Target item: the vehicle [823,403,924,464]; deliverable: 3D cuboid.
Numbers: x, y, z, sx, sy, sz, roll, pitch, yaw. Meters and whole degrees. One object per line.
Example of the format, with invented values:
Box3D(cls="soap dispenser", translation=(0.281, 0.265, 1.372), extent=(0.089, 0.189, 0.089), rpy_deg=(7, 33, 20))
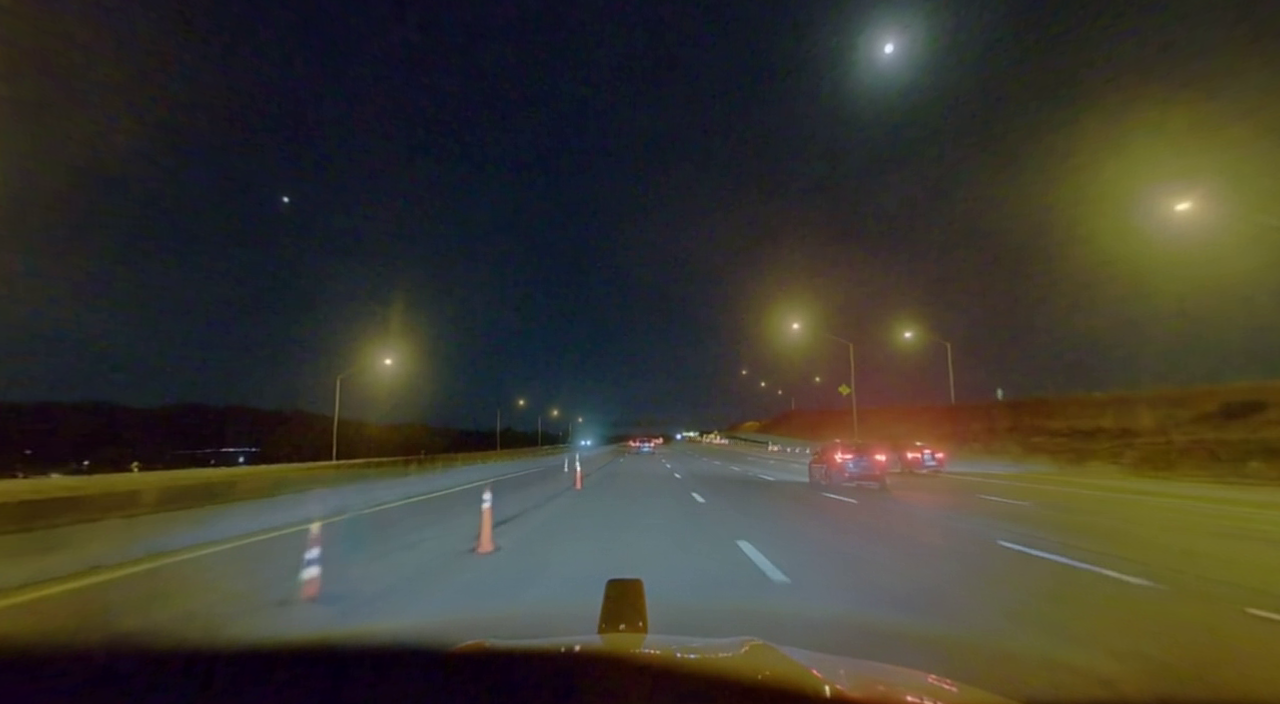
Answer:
Box3D(cls="vehicle", translation=(15.367, 5.535, 42.437), extent=(3.620, 3.613, 8.491), rpy_deg=(0, -8, 1))
